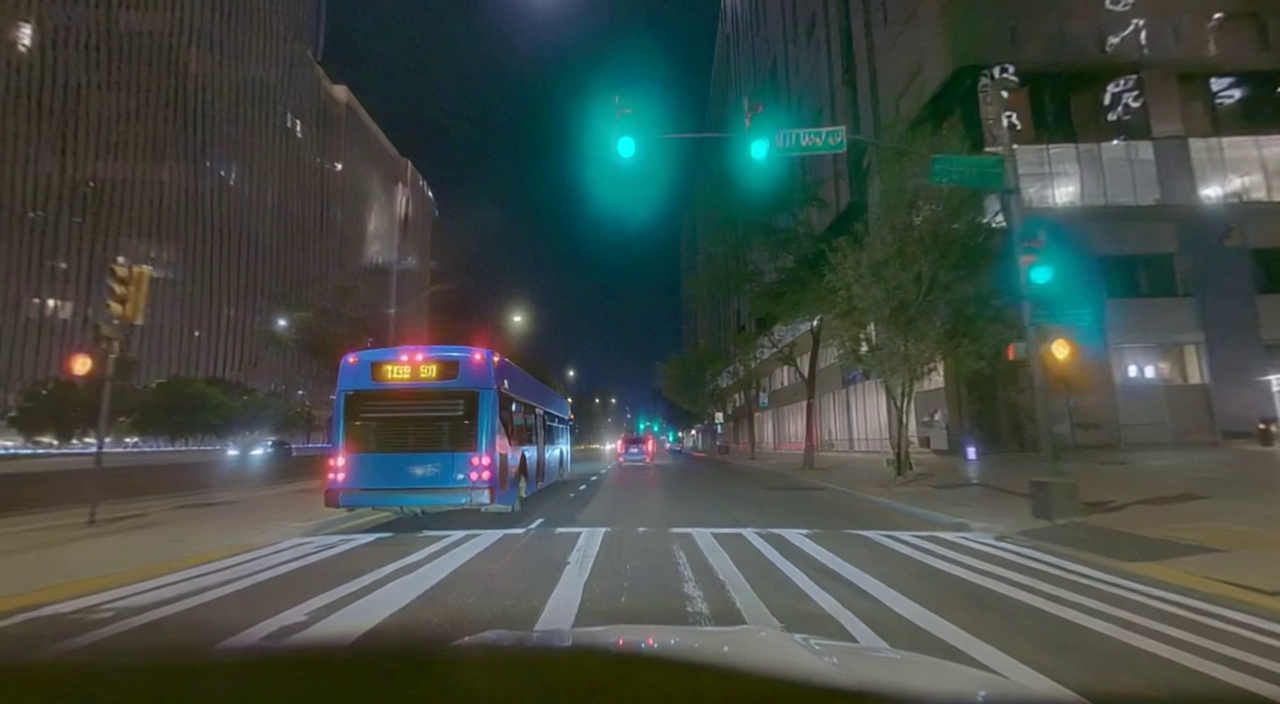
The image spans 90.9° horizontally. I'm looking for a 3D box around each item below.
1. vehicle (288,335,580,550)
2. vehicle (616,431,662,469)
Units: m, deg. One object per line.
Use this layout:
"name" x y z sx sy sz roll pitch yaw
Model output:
"vehicle" -3.175 1.821 12.837 2.920 2.884 8.588 0 -8 1
"vehicle" -0.034 4.781 30.954 2.120 1.727 3.917 0 -8 0
